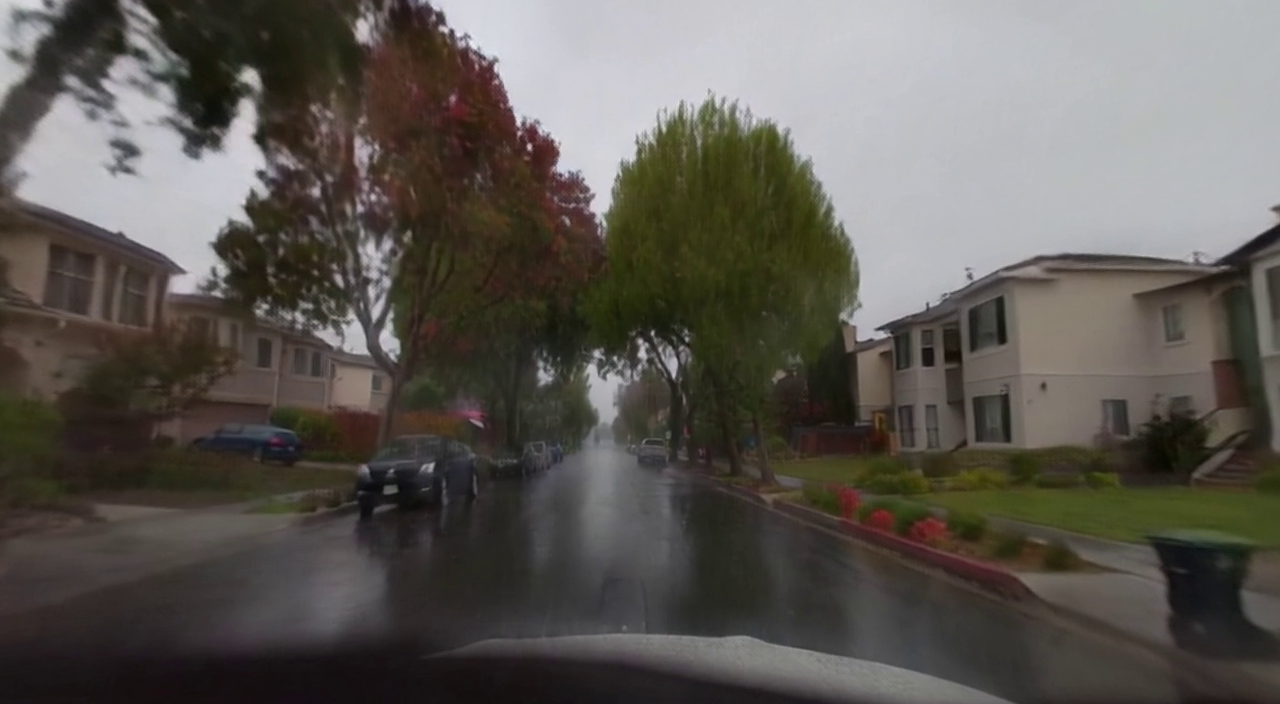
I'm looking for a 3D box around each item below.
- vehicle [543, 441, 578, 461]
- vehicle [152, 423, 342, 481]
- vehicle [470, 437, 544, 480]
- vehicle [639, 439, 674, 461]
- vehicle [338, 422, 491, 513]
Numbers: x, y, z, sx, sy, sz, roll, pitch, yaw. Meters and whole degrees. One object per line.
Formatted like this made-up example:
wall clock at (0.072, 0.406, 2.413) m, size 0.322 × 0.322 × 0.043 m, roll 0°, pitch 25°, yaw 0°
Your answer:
vehicle at (-5.779, 7.227, 46.190) m, size 1.995 × 1.330 × 4.080 m, roll 0°, pitch -8°, yaw 0°
vehicle at (-11.865, 3.034, 19.300) m, size 4.414 × 1.658 × 1.988 m, roll 1°, pitch -8°, yaw -3°
vehicle at (-5.122, 4.147, 24.909) m, size 2.086 × 1.493 × 4.582 m, roll -1°, pitch -8°, yaw -2°
vehicle at (1.136, 7.187, 46.358) m, size 2.000 × 1.456 × 5.251 m, roll 1°, pitch -8°, yaw -5°
vehicle at (-4.756, 2.524, 14.107) m, size 1.974 × 1.664 × 4.539 m, roll 0°, pitch -9°, yaw -3°
